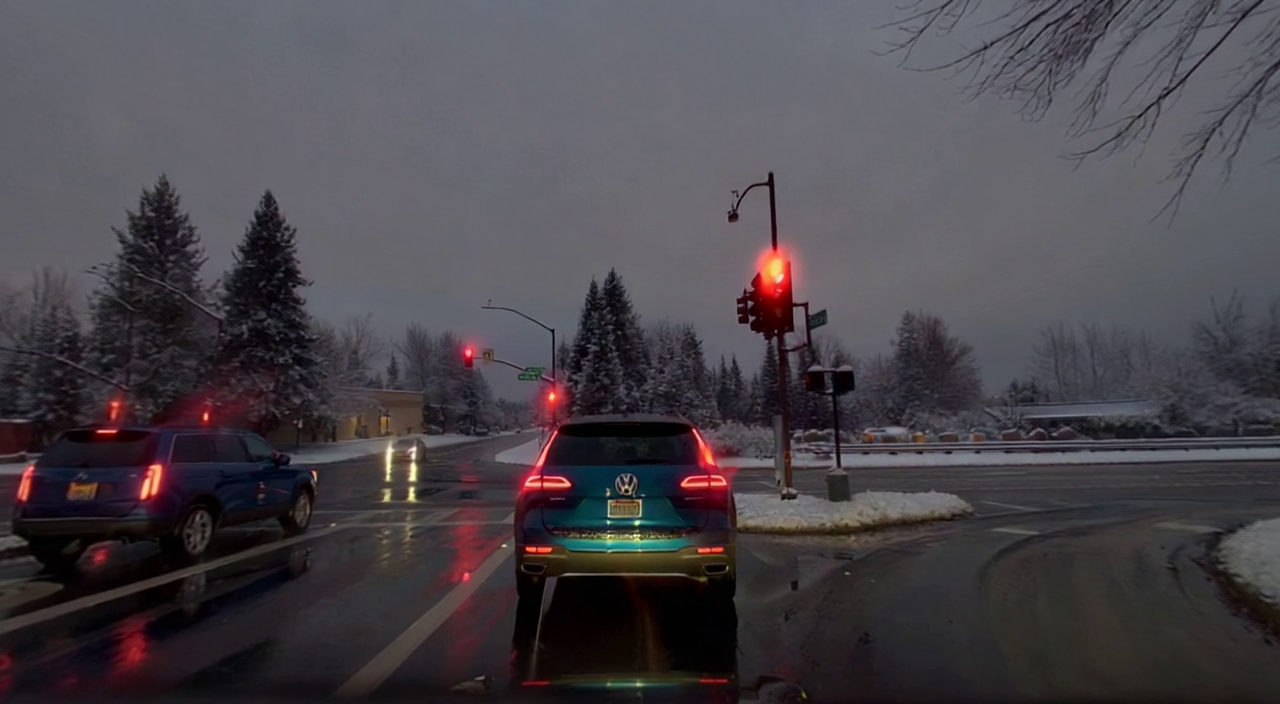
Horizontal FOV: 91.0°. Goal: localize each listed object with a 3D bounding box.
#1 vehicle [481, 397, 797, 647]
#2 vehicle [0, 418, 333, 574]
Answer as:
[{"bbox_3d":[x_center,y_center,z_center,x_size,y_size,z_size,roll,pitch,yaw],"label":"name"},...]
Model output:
[{"bbox_3d":[-0.150,1.459,6.444,2.154,1.670,4.140,0,-9,-4],"label":"vehicle"},{"bbox_3d":[-6.397,1.901,9.121,2.020,1.695,4.187,1,-9,-5],"label":"vehicle"}]
